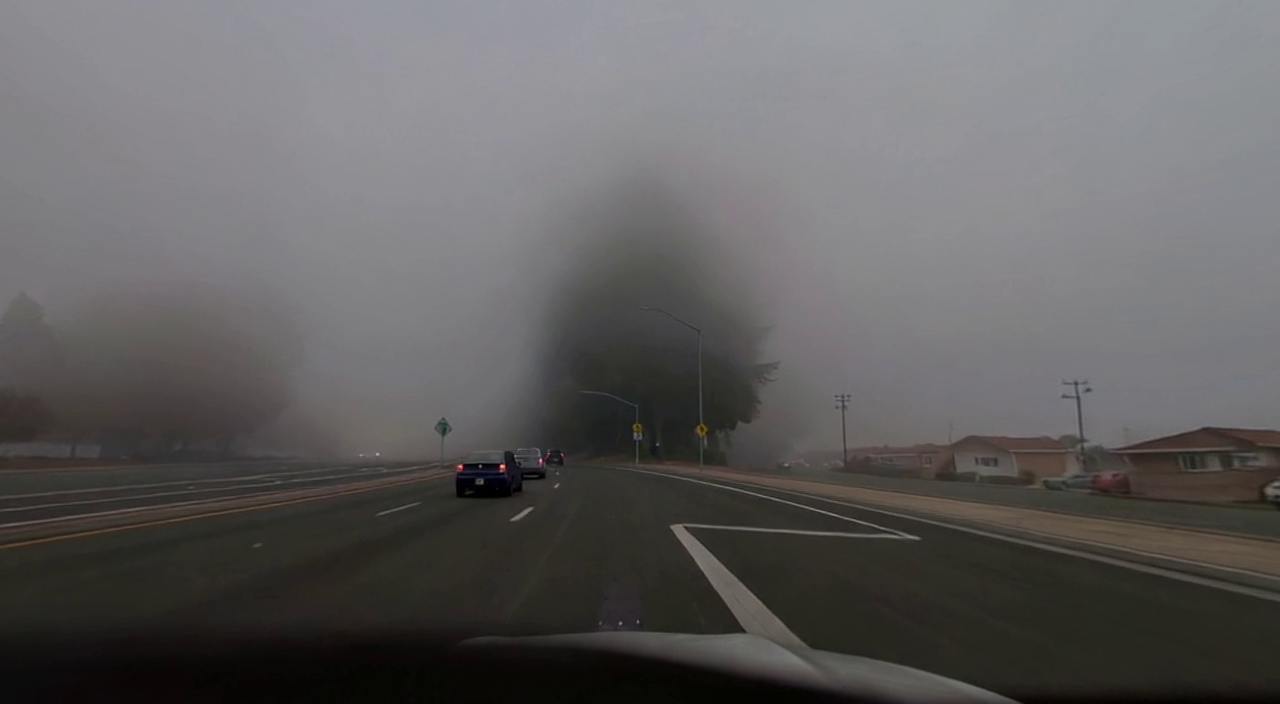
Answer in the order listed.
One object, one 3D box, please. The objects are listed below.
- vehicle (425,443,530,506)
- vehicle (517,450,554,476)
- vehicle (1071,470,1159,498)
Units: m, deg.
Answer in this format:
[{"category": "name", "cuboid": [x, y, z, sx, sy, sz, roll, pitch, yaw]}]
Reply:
[{"category": "vehicle", "cuboid": [-4.670, 3.556, 18.907, 2.098, 1.613, 4.606, 0, -8, -3]}, {"category": "vehicle", "cuboid": [-6.407, 6.815, 39.105, 1.904, 1.476, 3.736, 0, -8, -4]}, {"category": "vehicle", "cuboid": [35.230, 9.795, 47.086, 1.953, 1.686, 5.424, 1, -9, -7]}]
